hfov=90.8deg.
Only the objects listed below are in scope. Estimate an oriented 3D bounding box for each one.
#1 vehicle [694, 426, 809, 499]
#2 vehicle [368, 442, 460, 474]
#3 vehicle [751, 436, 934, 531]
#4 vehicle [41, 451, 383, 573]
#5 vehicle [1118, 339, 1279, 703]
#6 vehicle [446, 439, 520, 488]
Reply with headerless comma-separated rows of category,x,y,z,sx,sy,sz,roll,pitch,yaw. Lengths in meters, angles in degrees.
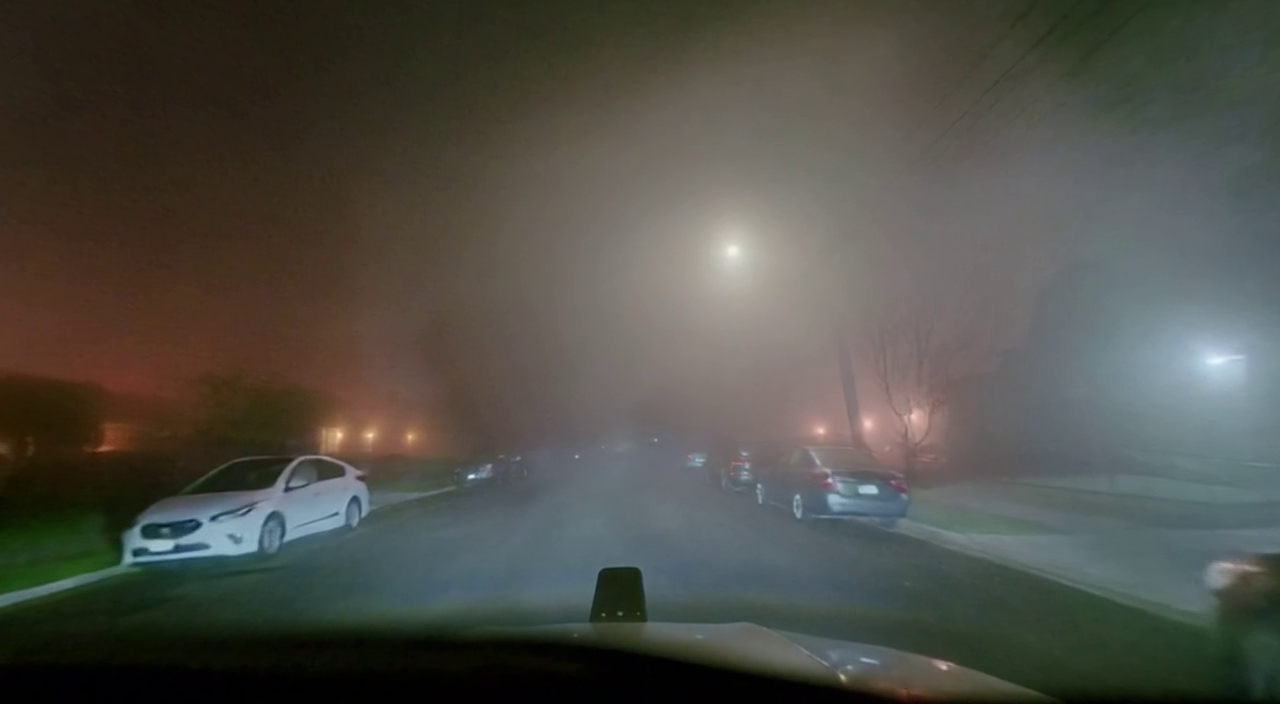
vehicle,3.023,3.169,18.574,2.122,1.809,5.421,0,-8,-3
vehicle,-13.606,6.373,38.209,4.729,1.831,2.174,0,-9,-1
vehicle,3.561,2.386,12.148,1.848,1.436,4.582,0,-8,-2
vehicle,-6.279,2.354,10.240,2.199,1.439,4.757,-1,-9,0
vehicle,3.521,0.573,0.699,2.247,1.618,4.655,2,-8,-2
vehicle,-6.632,4.758,27.117,2.118,1.753,4.377,-4,-9,-2
